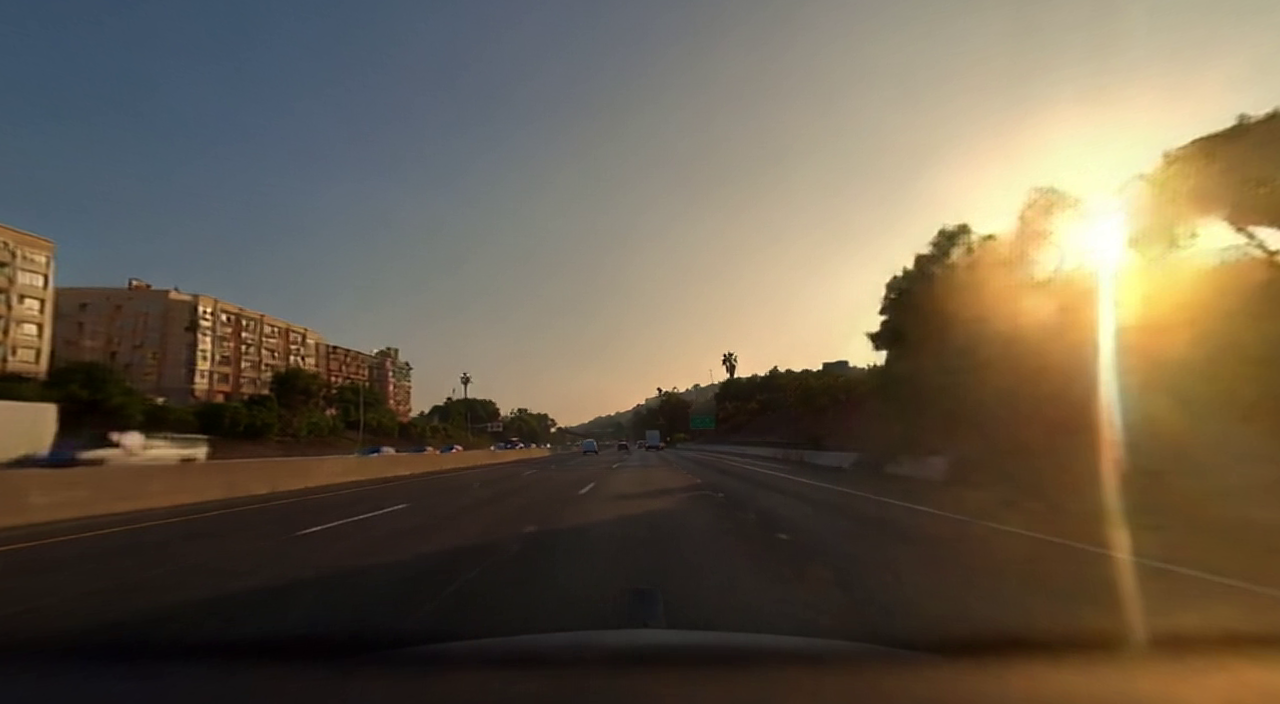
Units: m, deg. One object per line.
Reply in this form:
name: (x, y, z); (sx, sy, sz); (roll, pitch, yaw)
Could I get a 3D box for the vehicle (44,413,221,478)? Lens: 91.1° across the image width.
vehicle: (-30.702, 5.761, 38.812); (2.793, 3.516, 9.628); (0, -8, 0)

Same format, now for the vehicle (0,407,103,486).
vehicle: (-30.688, 4.349, 28.858); (2.791, 3.539, 10.161); (0, -8, 1)
